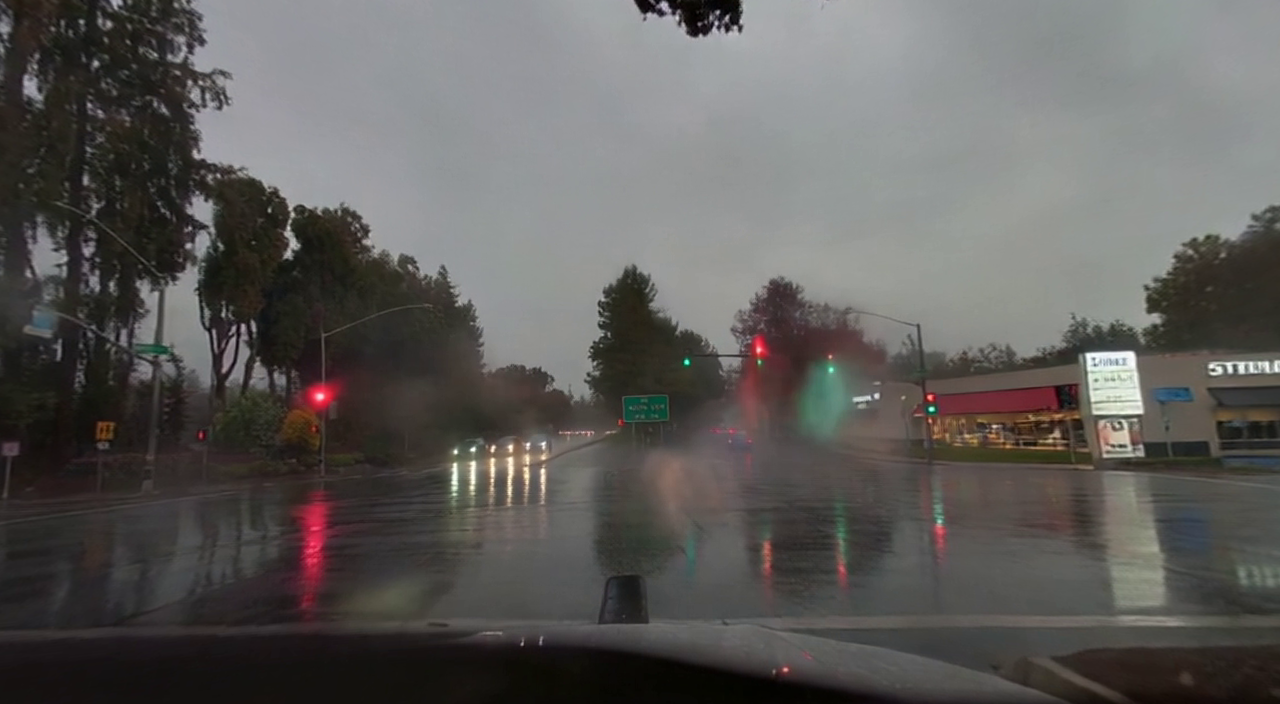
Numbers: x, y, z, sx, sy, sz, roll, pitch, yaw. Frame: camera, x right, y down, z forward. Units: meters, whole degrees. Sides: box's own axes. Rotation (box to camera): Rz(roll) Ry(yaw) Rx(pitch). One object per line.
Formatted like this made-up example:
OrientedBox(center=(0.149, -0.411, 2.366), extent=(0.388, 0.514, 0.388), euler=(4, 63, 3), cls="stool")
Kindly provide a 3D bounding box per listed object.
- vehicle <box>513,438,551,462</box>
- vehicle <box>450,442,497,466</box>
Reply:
OrientedBox(center=(-7.307, 6.714, 43.182), extent=(1.920, 1.546, 4.086), euler=(0, -9, -1), cls="vehicle")
OrientedBox(center=(-11.024, 6.783, 42.098), extent=(2.111, 1.499, 4.371), euler=(0, -9, -2), cls="vehicle")
